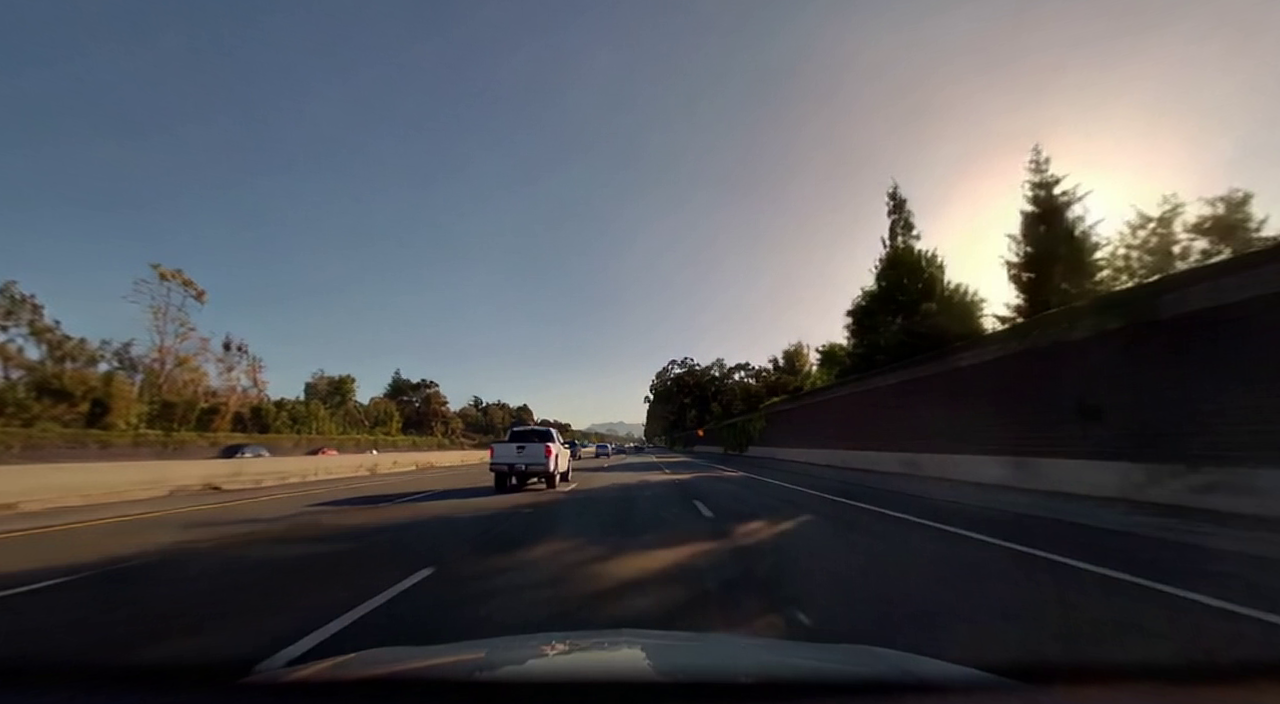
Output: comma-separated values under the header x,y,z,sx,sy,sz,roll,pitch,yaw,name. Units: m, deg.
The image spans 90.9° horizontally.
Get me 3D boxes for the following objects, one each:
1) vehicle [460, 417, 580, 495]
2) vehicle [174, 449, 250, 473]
x,y,z,sx,sy,sz,roll,pitch,yaw,name
-3.643,3.364,20.758,2.604,2.170,6.271,0,-8,1,vehicle
-29.035,7.364,42.925,1.870,1.505,4.541,0,-8,1,vehicle
